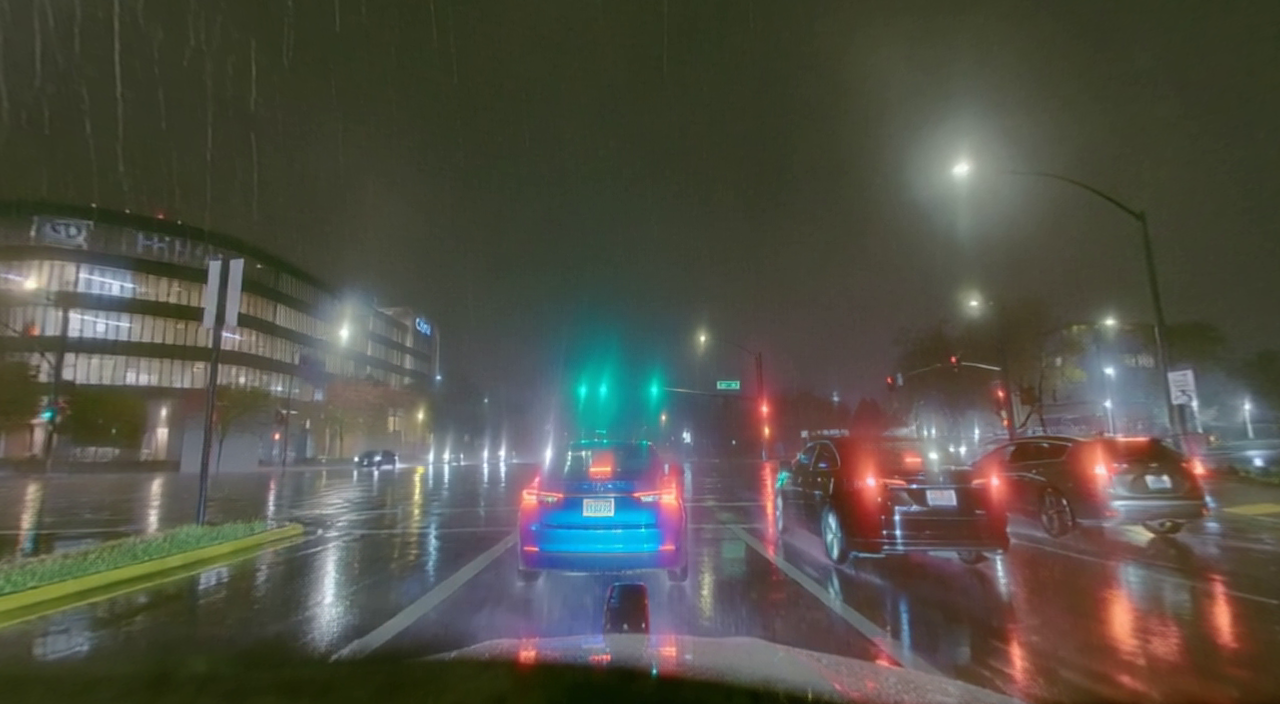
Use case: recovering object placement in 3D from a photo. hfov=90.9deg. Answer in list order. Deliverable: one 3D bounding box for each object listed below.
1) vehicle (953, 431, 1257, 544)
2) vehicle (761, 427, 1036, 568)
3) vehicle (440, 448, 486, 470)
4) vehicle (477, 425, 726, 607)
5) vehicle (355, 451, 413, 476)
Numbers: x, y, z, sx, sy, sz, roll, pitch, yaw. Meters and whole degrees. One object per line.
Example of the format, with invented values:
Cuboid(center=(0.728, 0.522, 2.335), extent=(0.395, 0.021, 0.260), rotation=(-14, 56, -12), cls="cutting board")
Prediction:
Cuboid(center=(7.448, 2.166, 10.790), extent=(1.908, 1.517, 4.182), rotation=(0, -8, -1), cls="vehicle")
Cuboid(center=(3.218, 1.889, 8.973), extent=(2.042, 1.508, 4.109), rotation=(0, -8, -2), cls="vehicle")
Cuboid(center=(-13.054, 7.903, 46.734), extent=(2.049, 1.483, 4.407), rotation=(0, -8, 0), cls="vehicle")
Cuboid(center=(-0.365, 1.655, 7.291), extent=(2.059, 1.477, 3.988), rotation=(0, -8, -1), cls="vehicle")
Cuboid(center=(-16.900, 7.362, 41.910), extent=(2.048, 1.463, 4.530), rotation=(0, -8, -1), cls="vehicle")
